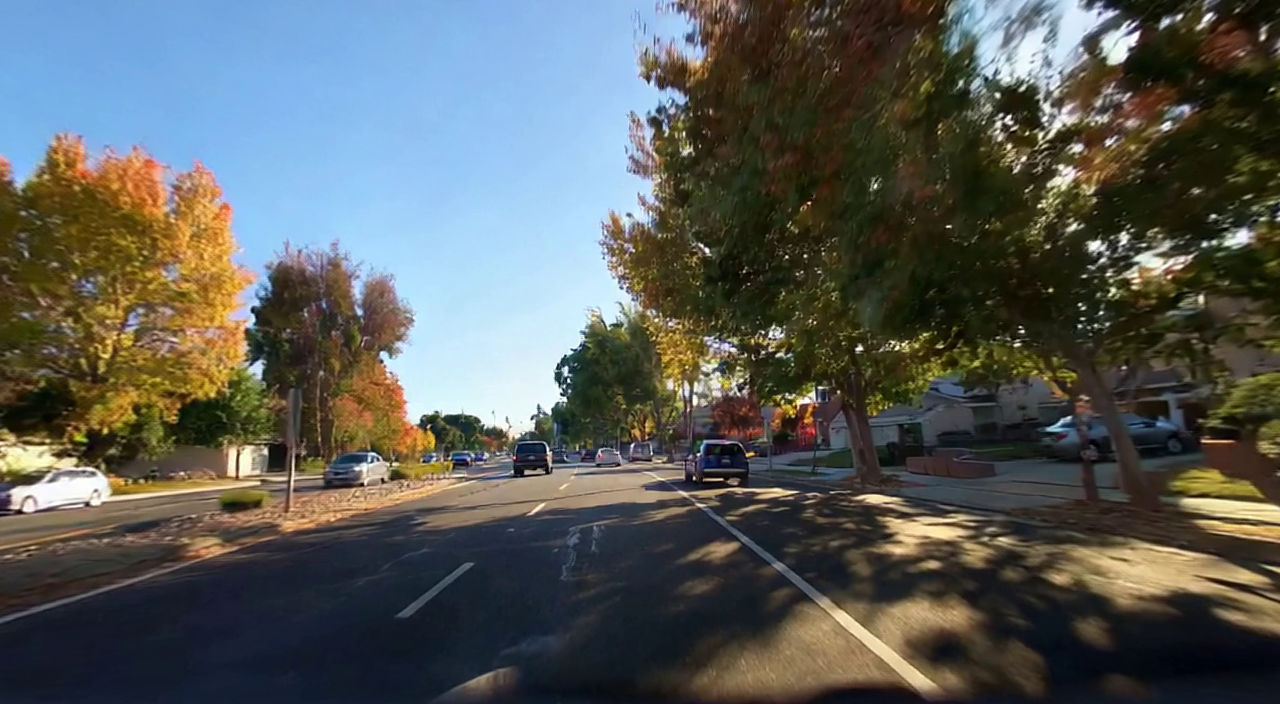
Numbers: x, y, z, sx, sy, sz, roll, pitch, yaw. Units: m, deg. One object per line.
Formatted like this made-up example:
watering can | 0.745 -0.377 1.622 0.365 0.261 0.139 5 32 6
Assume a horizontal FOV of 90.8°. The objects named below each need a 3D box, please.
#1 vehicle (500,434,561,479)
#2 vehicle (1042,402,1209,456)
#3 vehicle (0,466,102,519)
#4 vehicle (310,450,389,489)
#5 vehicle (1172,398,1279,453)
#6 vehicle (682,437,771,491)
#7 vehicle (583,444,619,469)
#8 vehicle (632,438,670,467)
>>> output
vehicle | -4.793 4.641 28.307 2.218 1.829 4.492 0 -8 -4
vehicle | 18.299 2.949 23.911 4.960 1.906 2.014 1 -8 -10
vehicle | -20.604 4.571 20.760 1.846 1.487 4.601 0 -8 -2
vehicle | -13.484 5.438 29.617 1.867 1.609 4.175 0 -8 -3
vehicle | 23.678 2.834 24.651 4.182 1.698 1.893 -4 -12 -9
vehicle | 2.523 3.405 19.545 1.884 1.463 4.195 0 -8 -4
vehicle | -2.459 6.441 39.150 2.030 1.477 4.330 1 -8 -6
vehicle | 0.698 6.962 43.903 2.099 1.845 4.363 1 -8 -7
